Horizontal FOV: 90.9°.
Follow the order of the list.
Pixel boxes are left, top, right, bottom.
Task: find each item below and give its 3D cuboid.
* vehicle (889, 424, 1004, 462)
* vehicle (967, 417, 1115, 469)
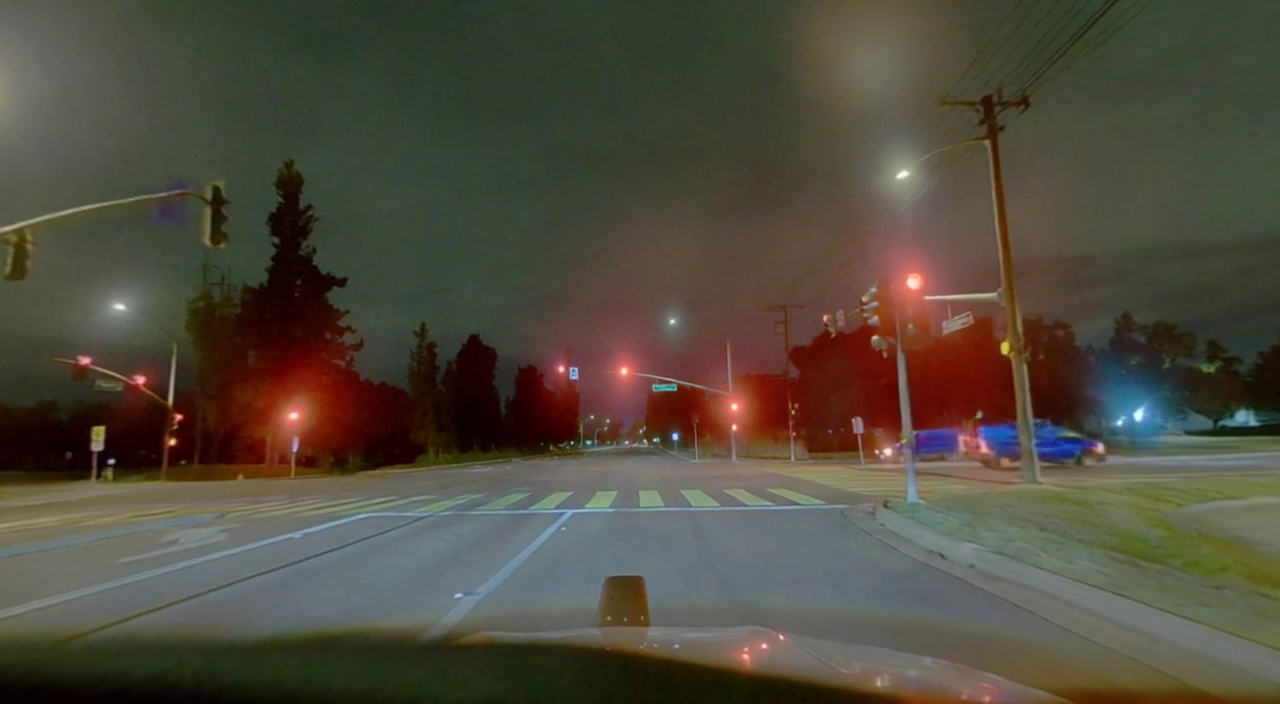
[{"bbox_3d":[15.421,4.613,31.918,4.790,1.798,1.909,-1,-8,2],"label":"vehicle"},{"bbox_3d":[15.867,3.654,25.172,4.536,1.965,1.780,-1,-8,5],"label":"vehicle"}]
